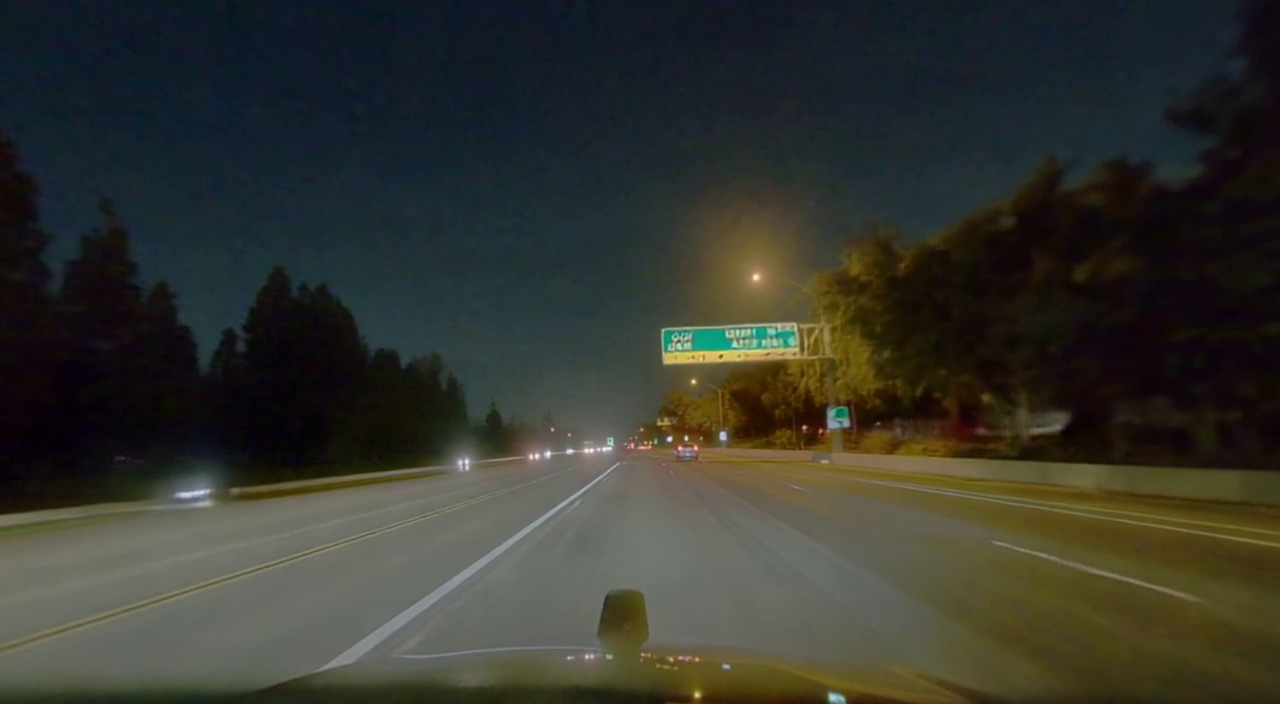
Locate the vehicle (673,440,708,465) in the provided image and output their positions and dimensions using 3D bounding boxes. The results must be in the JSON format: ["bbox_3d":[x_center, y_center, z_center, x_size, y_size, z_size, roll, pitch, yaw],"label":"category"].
[{"bbox_3d":[3.713,7.458,47.076,2.099,1.748,4.331,0,-8,-1],"label":"vehicle"}]

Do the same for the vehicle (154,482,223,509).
[{"bbox_3d":[-32.733,10.397,45.873,1.843,1.550,4.537,0,-8,-3],"label":"vehicle"}]
